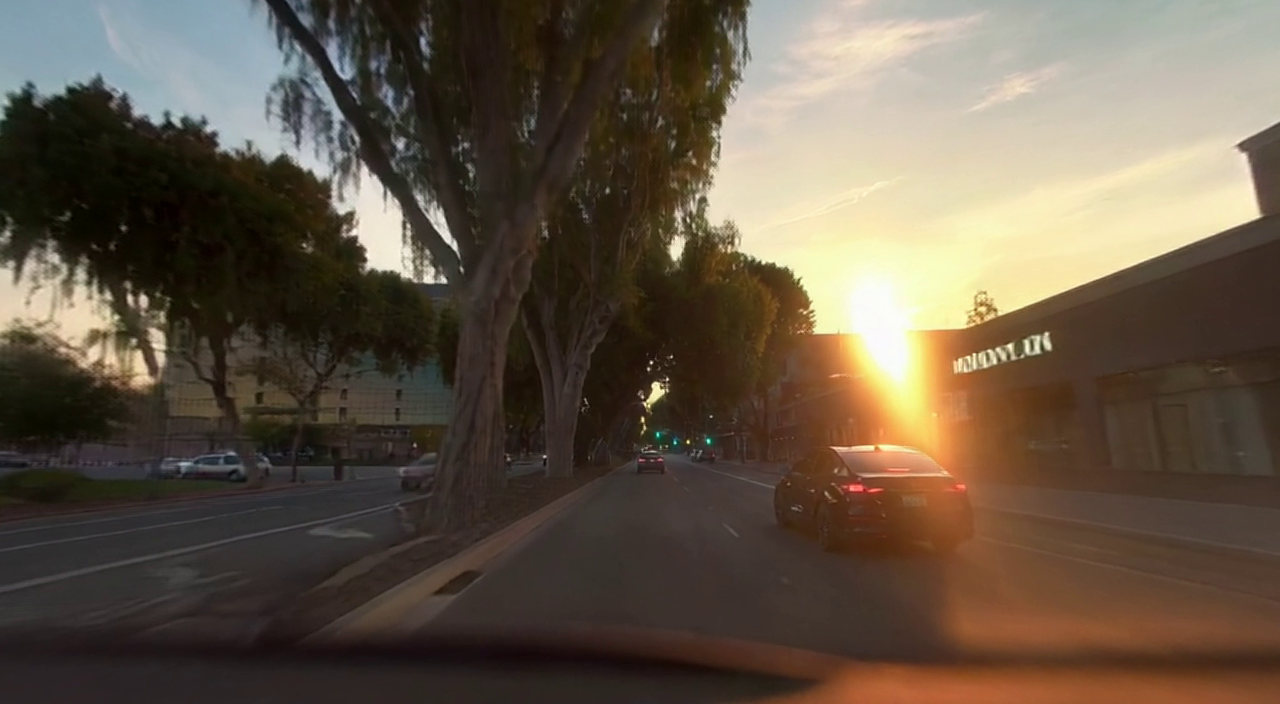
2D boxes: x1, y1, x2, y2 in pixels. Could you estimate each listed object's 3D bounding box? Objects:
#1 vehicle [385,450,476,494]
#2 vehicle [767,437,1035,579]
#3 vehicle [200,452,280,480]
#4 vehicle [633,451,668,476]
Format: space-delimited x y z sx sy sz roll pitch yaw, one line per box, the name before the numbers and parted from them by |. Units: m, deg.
vehicle | -8.042 4.612 24.650 1.958 1.487 4.451 0 -8 1
vehicle | 3.216 1.978 8.854 1.989 1.498 4.050 0 -8 0
vehicle | -26.466 7.542 41.952 1.913 1.678 5.017 0 -8 1
vehicle | 0.594 6.465 36.679 1.945 1.343 3.827 0 -8 0
